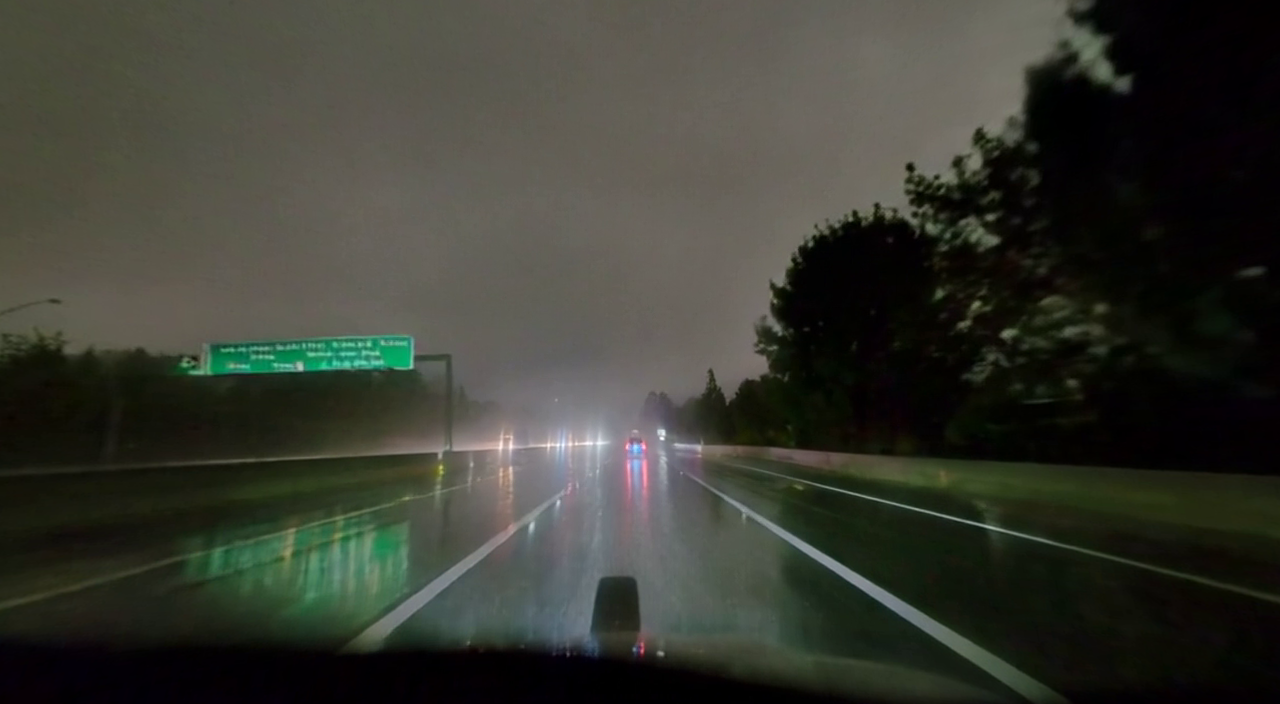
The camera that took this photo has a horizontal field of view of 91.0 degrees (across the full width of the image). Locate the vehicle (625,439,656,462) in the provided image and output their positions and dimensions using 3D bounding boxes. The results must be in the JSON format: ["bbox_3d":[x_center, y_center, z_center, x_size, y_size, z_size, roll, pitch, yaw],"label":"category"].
[{"bbox_3d":[0.008,6.668,42.798,2.028,1.440,3.690,0,-8,-1],"label":"vehicle"}]
